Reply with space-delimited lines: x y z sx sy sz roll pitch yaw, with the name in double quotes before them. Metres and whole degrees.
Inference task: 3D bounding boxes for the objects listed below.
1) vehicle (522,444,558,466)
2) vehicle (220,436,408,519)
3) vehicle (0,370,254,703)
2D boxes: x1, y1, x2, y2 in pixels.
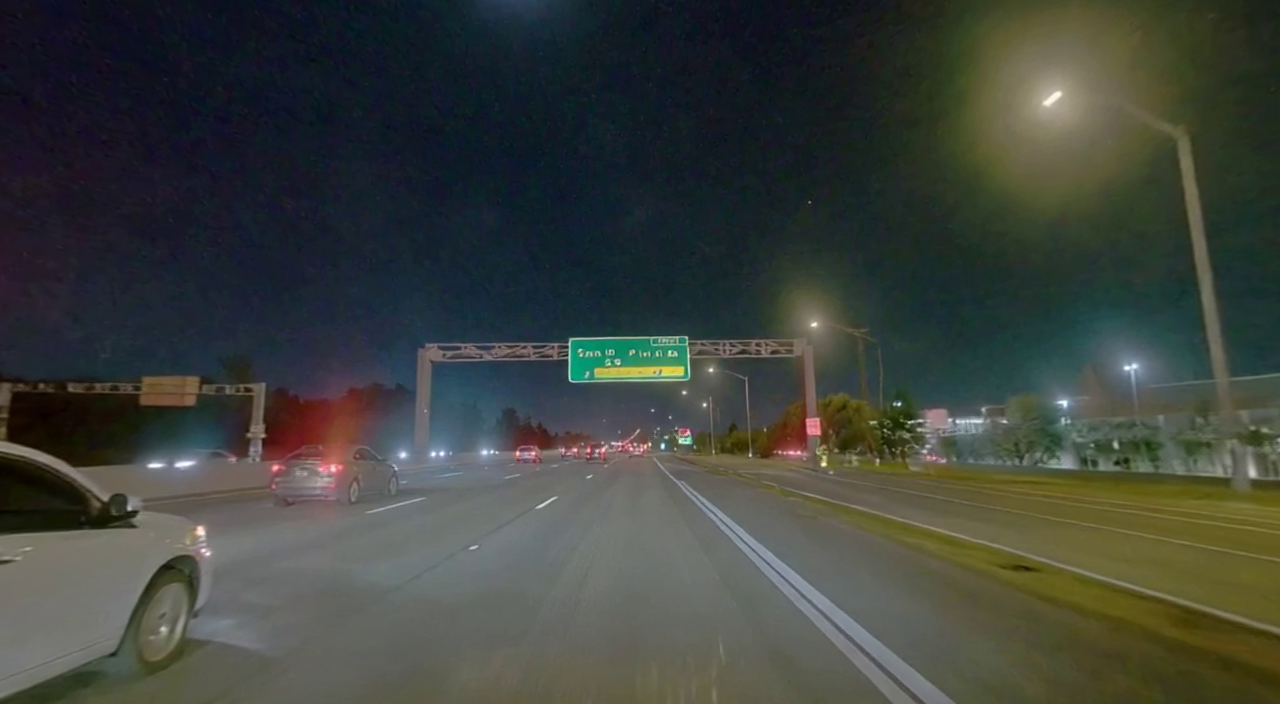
"vehicle" -7.690 7.970 48.850 2.075 1.642 4.638 0 -8 0
"vehicle" -7.530 2.919 15.219 2.071 1.661 4.540 0 -9 0
"vehicle" -3.919 0.876 2.314 2.036 1.717 4.592 0 -9 1
